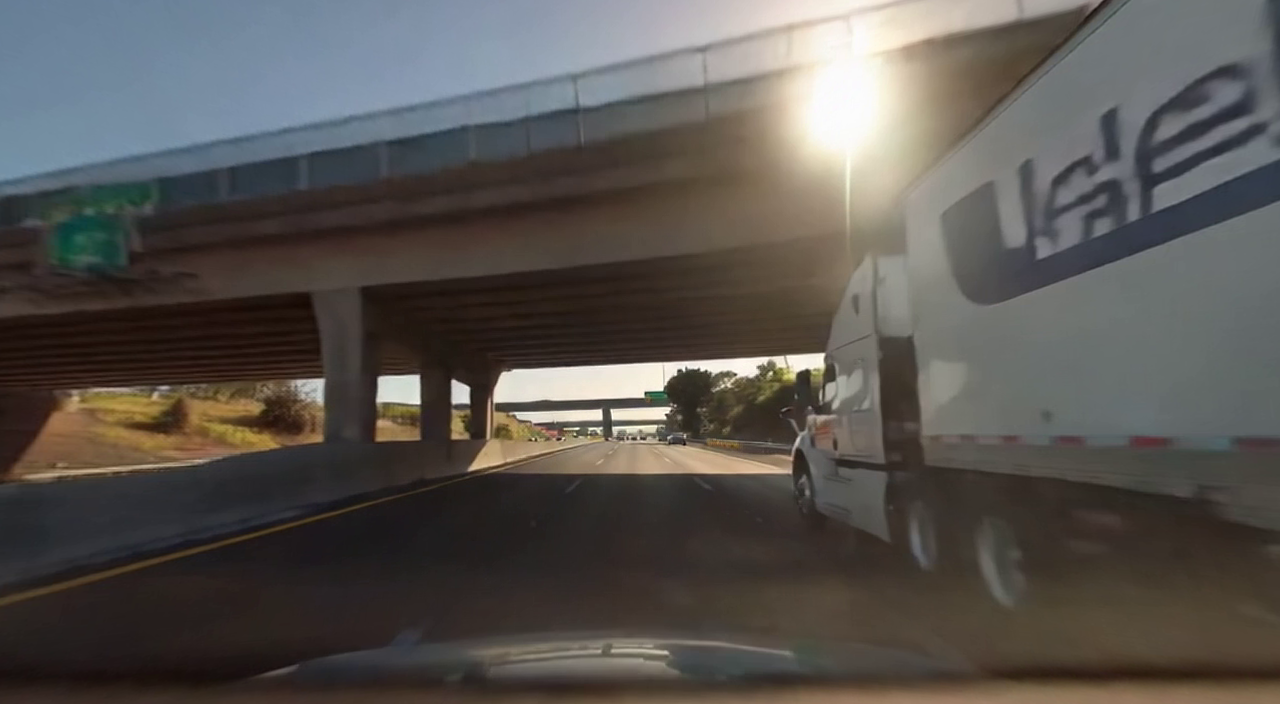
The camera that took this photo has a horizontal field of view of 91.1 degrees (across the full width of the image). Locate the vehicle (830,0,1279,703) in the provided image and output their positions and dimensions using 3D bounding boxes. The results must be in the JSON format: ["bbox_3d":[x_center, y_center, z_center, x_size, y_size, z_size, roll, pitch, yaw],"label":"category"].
[{"bbox_3d":[4.059,-0.531,0.832,2.920,4.029,13.900,0,-8,-2],"label":"vehicle"}]
